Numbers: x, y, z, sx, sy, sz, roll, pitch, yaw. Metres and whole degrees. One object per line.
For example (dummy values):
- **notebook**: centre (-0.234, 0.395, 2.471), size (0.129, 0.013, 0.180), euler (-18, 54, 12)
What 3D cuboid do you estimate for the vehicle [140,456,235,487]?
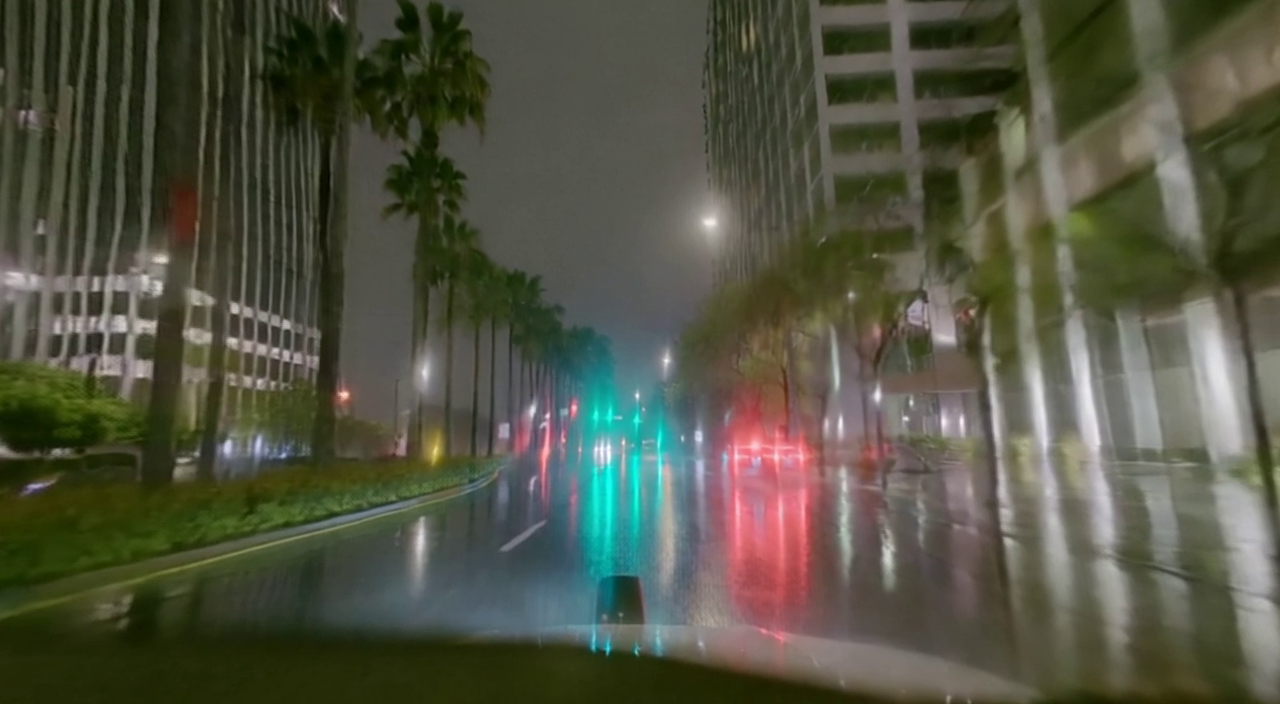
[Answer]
- **vehicle**: centre (-24.037, 6.335, 33.765), size (1.751, 1.424, 4.506), euler (0, -9, 0)

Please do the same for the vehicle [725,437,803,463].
- **vehicle**: centre (8.416, 6.739, 43.319), size (4.871, 1.708, 2.144), euler (0, -9, -2)

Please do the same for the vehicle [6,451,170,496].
- **vehicle**: centre (-24.450, 5.361, 28.424), size (2.062, 1.765, 5.897), euler (0, -8, 0)
